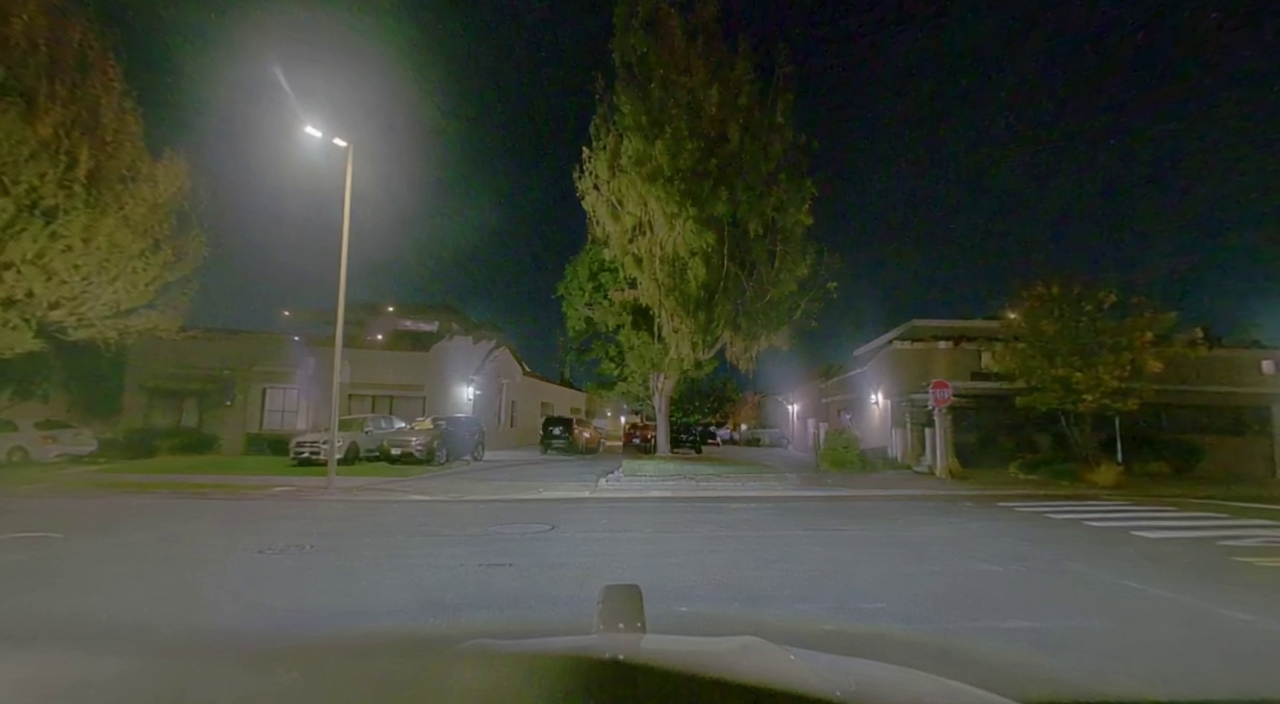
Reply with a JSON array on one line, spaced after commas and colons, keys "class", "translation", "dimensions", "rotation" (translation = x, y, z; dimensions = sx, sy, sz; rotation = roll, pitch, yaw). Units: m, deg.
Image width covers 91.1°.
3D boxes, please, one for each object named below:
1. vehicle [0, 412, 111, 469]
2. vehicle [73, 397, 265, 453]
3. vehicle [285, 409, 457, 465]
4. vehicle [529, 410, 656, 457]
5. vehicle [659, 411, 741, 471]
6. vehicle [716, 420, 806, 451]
[{"class": "vehicle", "translation": [-23.453, 3.292, 23.360], "dimensions": [5.418, 1.994, 2.233], "rotation": [0, -8, -1]}, {"class": "vehicle", "translation": [-28.403, 4.508, 38.133], "dimensions": [9.384, 3.230, 2.928], "rotation": [0, -9, 3]}, {"class": "vehicle", "translation": [-8.767, 2.821, 20.839], "dimensions": [4.778, 1.753, 1.959], "rotation": [0, -9, -2]}, {"class": "vehicle", "translation": [-2.010, 3.761, 28.510], "dimensions": [2.267, 1.920, 5.798], "rotation": [-7, -11, 40]}, {"class": "vehicle", "translation": [2.051, 3.336, 23.436], "dimensions": [2.305, 1.962, 5.685], "rotation": [0, -8, -2]}, {"class": "vehicle", "translation": [7.373, 5.142, 38.537], "dimensions": [5.004, 1.797, 1.946], "rotation": [-5, -10, 31]}]
